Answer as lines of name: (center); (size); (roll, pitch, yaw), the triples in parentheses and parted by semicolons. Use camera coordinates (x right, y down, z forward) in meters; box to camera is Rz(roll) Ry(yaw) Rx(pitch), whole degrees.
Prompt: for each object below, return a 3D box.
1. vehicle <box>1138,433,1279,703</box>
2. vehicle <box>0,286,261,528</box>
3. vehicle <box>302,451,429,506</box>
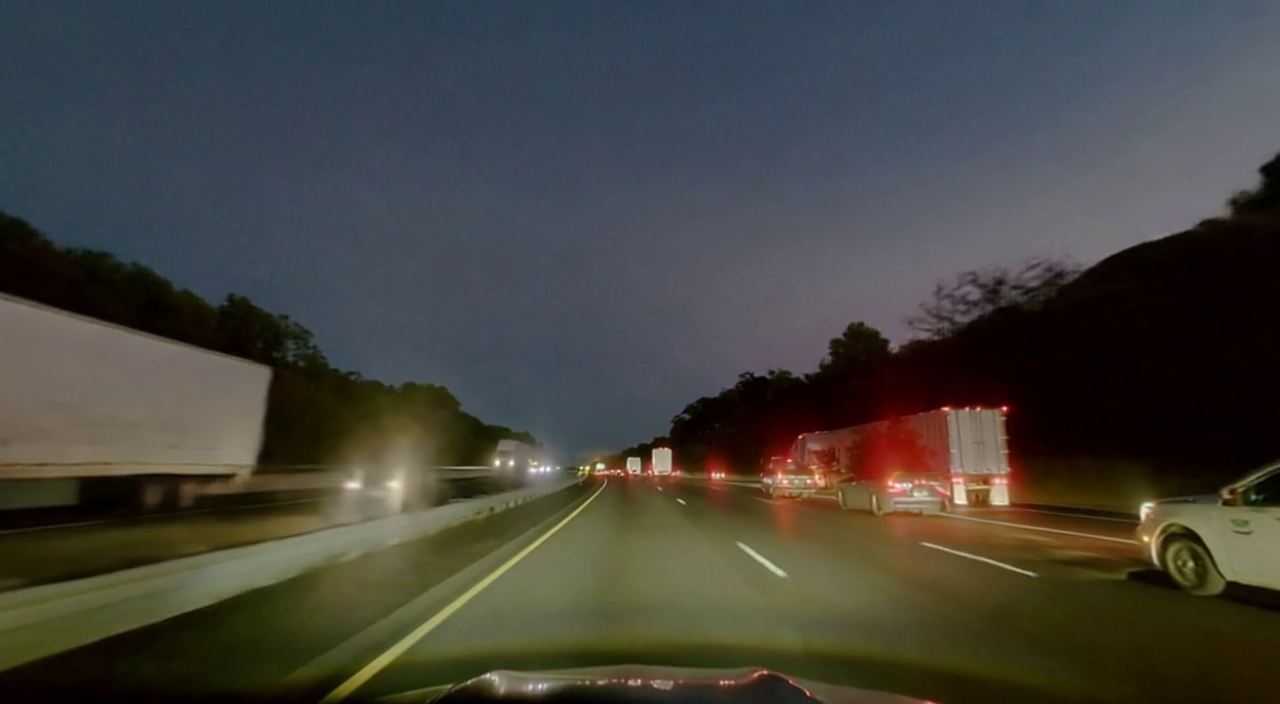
vehicle: (4.004, 0.880, 1.397); (1.965, 1.502, 4.599); (1, -10, -1)
vehicle: (-12.748, 0.789, 10.132); (2.975, 4.187, 16.809); (1, -10, -1)
vehicle: (-8.681, 4.068, 20.416); (2.176, 1.548, 4.347); (1, -10, -1)
